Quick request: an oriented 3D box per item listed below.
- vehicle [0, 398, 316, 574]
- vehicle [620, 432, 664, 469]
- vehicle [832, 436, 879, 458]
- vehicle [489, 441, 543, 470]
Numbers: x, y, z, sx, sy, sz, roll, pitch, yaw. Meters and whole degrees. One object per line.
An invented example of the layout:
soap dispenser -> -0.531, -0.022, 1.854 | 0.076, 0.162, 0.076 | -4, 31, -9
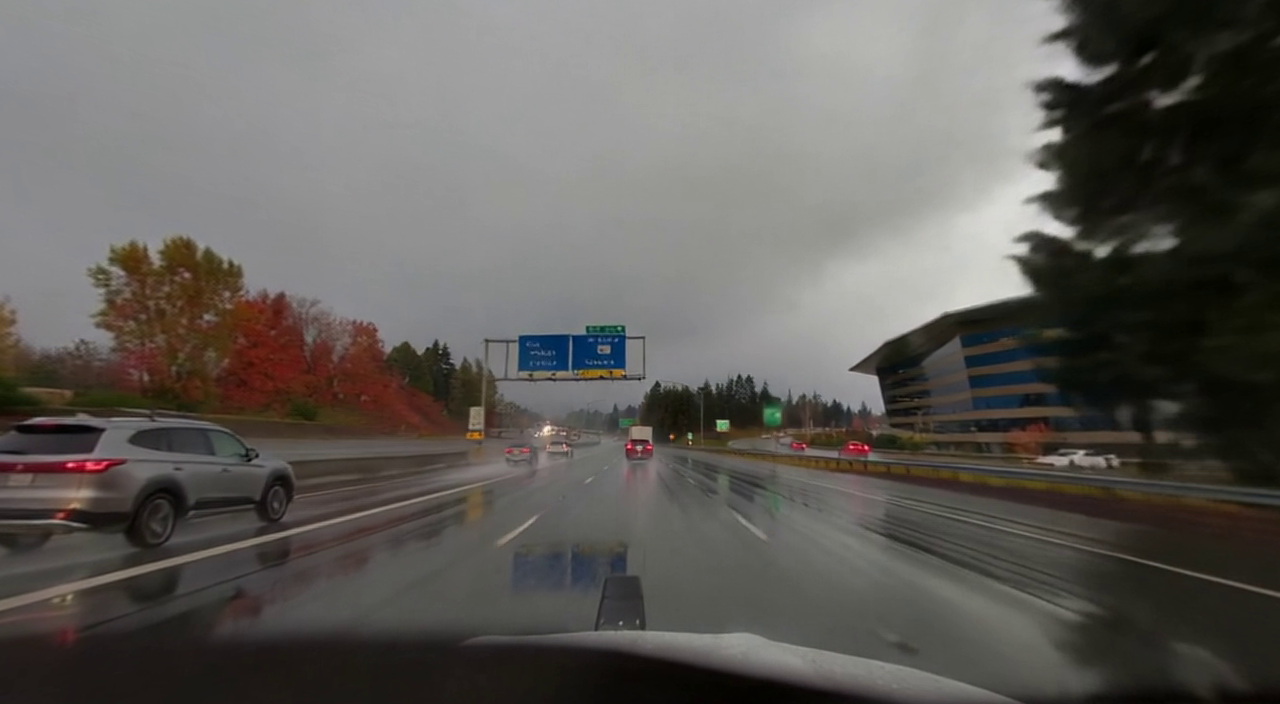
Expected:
vehicle -> -7.126, 1.779, 9.170 | 2.146, 1.834, 4.999 | 0, -8, 0
vehicle -> 0.094, 5.388, 34.583 | 2.245, 1.863, 4.801 | 0, -8, 0
vehicle -> 16.942, 7.509, 49.751 | 2.019, 1.657, 4.582 | 0, -9, -1
vehicle -> -6.885, 5.823, 35.501 | 2.074, 1.495, 4.643 | 0, -8, 0
